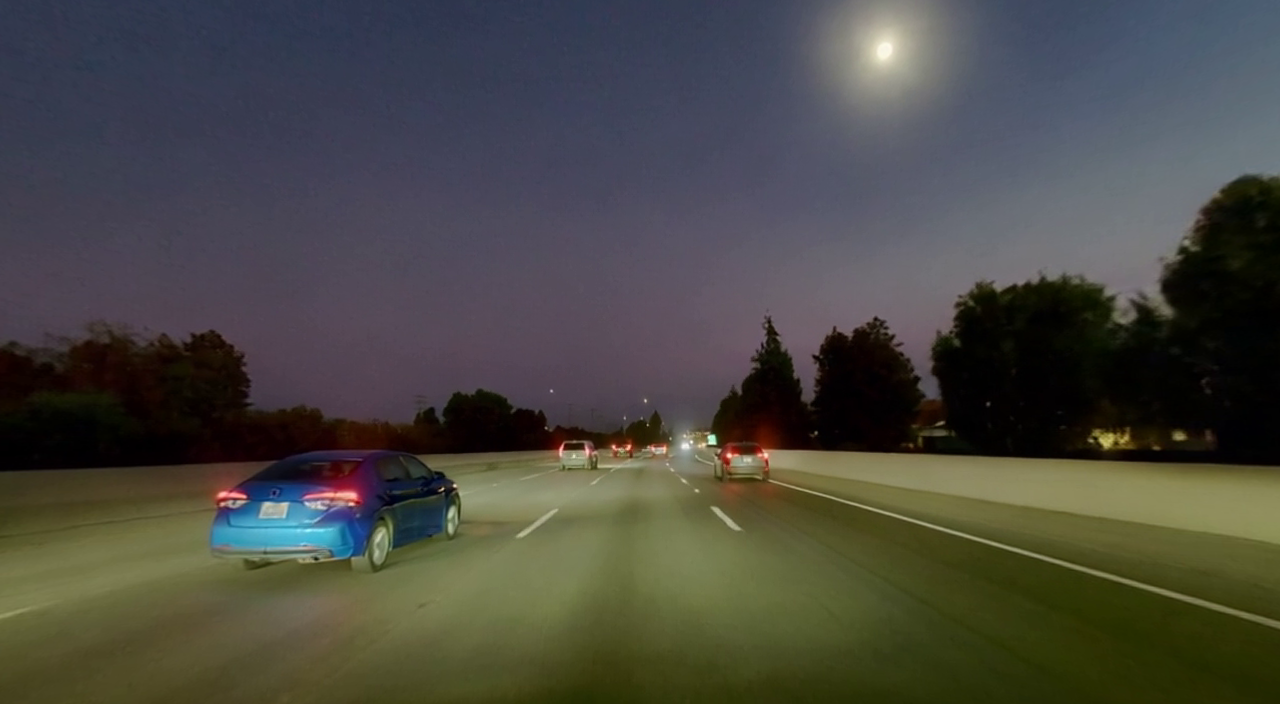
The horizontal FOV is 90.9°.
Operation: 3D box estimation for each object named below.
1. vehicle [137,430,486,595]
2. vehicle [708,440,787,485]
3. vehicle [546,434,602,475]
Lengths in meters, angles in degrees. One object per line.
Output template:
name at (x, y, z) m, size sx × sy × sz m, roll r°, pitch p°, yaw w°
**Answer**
vehicle at (-3.539, 1.791, 8.005) m, size 1.948 × 1.475 × 4.461 m, roll 0°, pitch -8°, yaw 1°
vehicle at (3.812, 3.996, 23.211) m, size 2.100 × 1.472 × 4.533 m, roll 0°, pitch -8°, yaw 0°
vehicle at (-3.153, 5.047, 31.203) m, size 2.122 × 1.847 × 4.696 m, roll 0°, pitch -9°, yaw 2°
